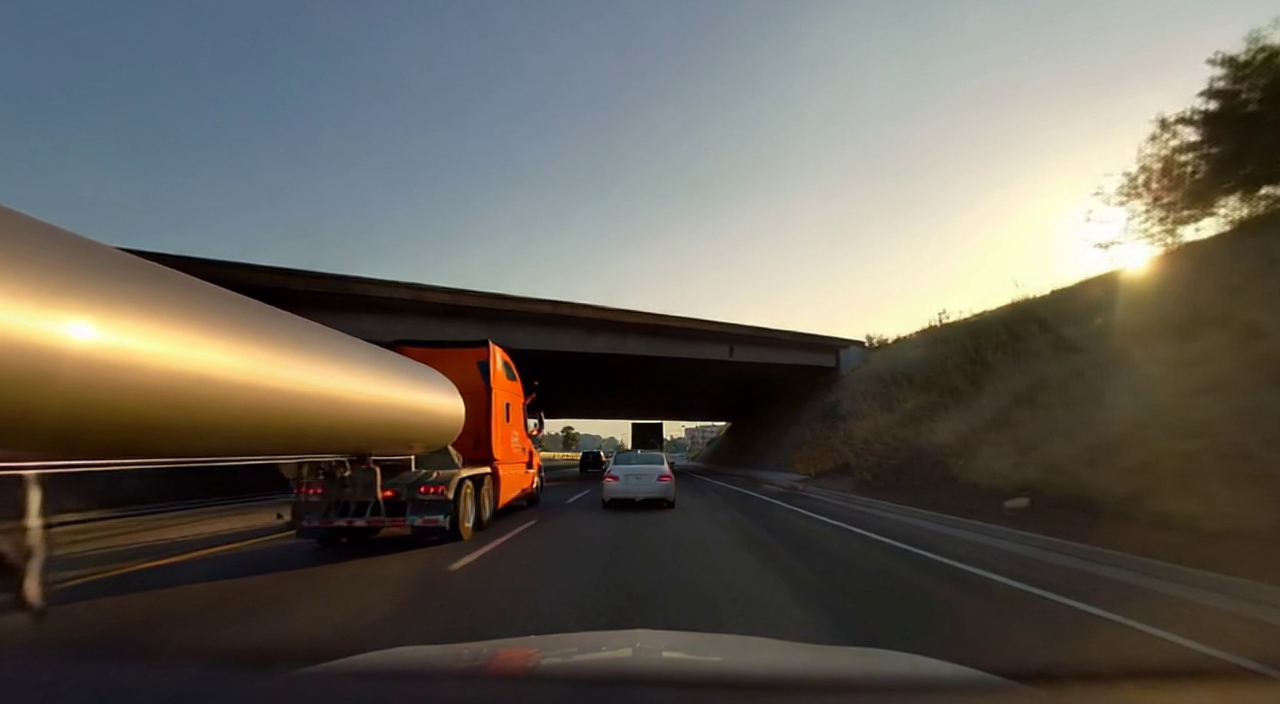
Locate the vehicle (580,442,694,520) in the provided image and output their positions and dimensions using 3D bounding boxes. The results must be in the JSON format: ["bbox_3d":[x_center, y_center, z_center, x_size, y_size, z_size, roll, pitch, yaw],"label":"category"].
[{"bbox_3d":[-0.045,2.845,14.485,2.215,1.481,4.246,0,-9,0],"label":"vehicle"}]

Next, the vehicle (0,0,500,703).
[{"bbox_3d":[-4.266,0.329,4.647,2.896,3.563,14.643,0,-9,1],"label":"vehicle"}]
